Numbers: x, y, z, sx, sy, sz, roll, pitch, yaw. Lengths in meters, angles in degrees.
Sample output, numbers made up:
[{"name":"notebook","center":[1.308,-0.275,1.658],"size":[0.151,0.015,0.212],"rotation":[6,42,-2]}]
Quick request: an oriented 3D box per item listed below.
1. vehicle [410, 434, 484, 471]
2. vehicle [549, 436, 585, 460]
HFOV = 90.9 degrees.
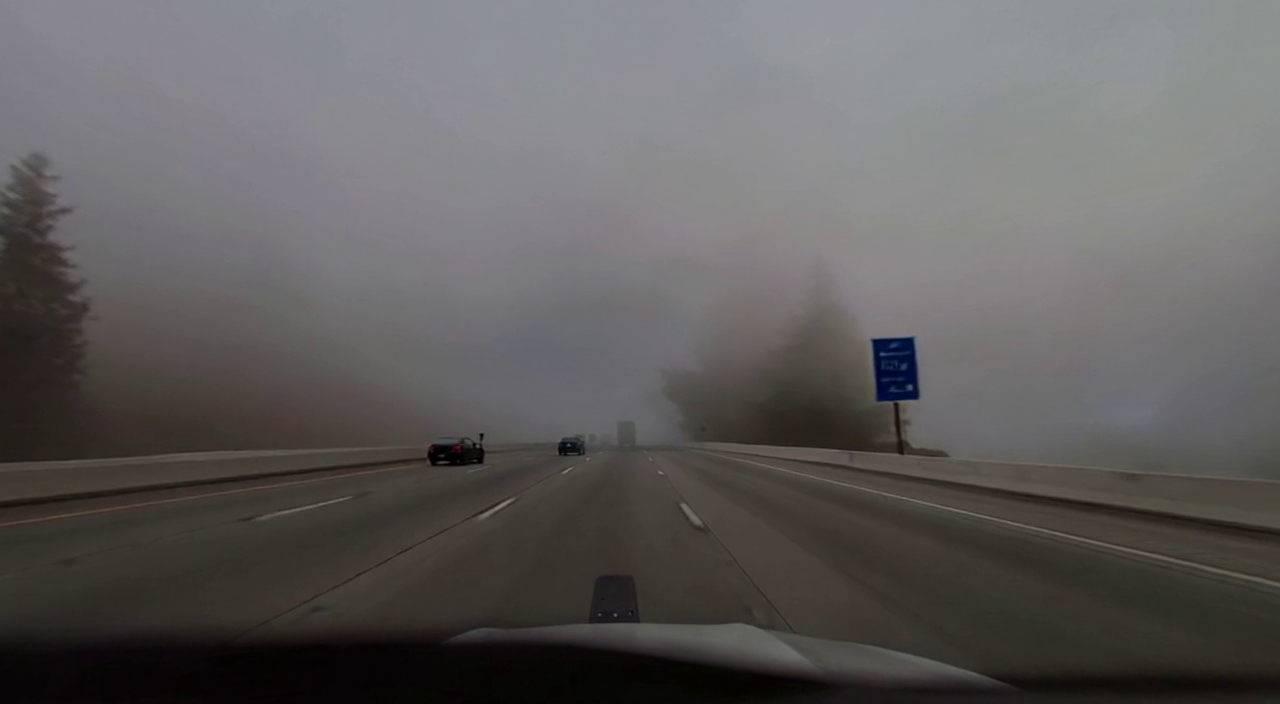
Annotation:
[{"name":"vehicle","center":[-8.475,4.430,28.075],"size":[1.973,1.470,4.270],"rotation":[0,-8,0]},{"name":"vehicle","center":[-4.734,6.301,41.491],"size":[1.912,1.495,3.703],"rotation":[0,-8,0]}]
